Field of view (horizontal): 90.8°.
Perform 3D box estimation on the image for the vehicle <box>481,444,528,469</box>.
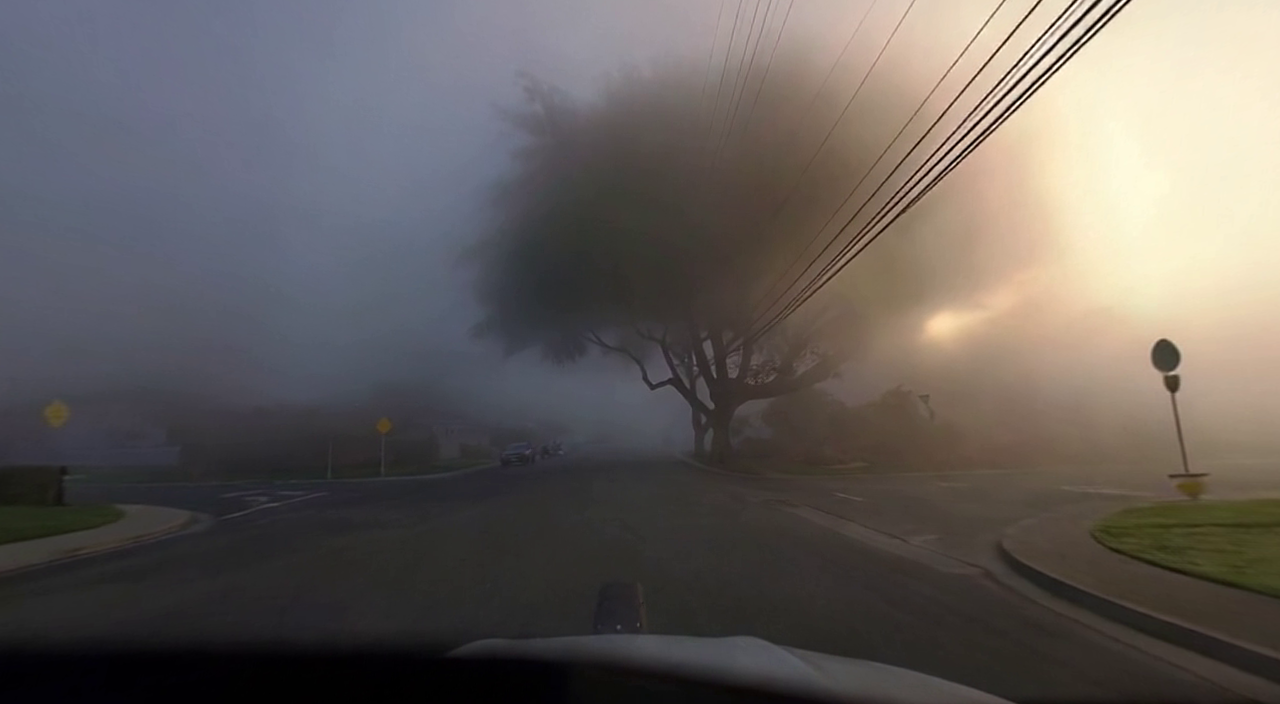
[{"bbox_3d":[-8.566,6.637,40.418,2.095,1.491,4.422,0,-8,-1],"label":"vehicle"}]
